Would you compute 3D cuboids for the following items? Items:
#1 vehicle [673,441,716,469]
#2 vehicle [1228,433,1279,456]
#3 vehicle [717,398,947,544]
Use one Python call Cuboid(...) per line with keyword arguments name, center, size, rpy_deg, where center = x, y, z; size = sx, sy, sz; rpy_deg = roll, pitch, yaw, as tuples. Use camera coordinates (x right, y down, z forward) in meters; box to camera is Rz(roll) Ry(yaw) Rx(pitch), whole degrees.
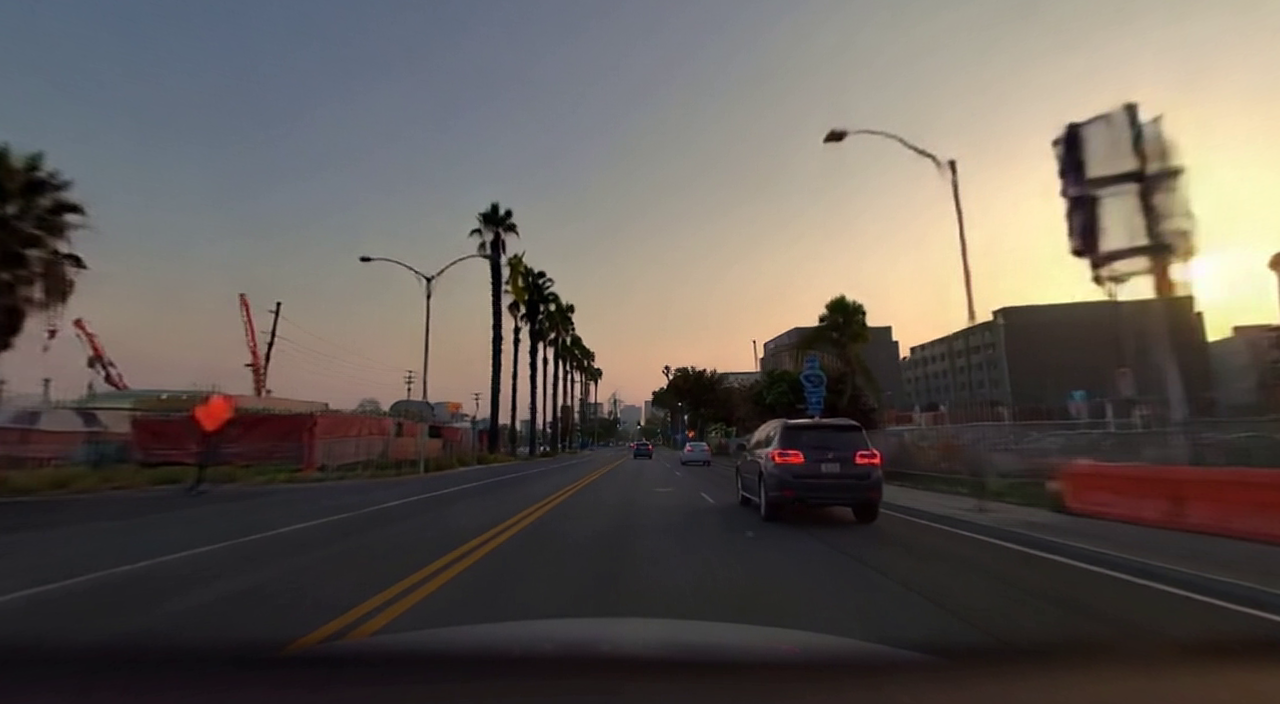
Cuboid(name="vehicle", center=(3.201, 6.162, 37.713), size=(2.148, 1.562, 4.642), rpy_deg=(0, -8, 0))
Cuboid(name="vehicle", center=(46.636, 6.981, 47.293), size=(4.300, 1.684, 1.992), rpy_deg=(5, -10, -29))
Cuboid(name="vehicle", center=(2.965, 2.029, 11.441), size=(2.386, 1.970, 5.665), rpy_deg=(0, -8, 0))
